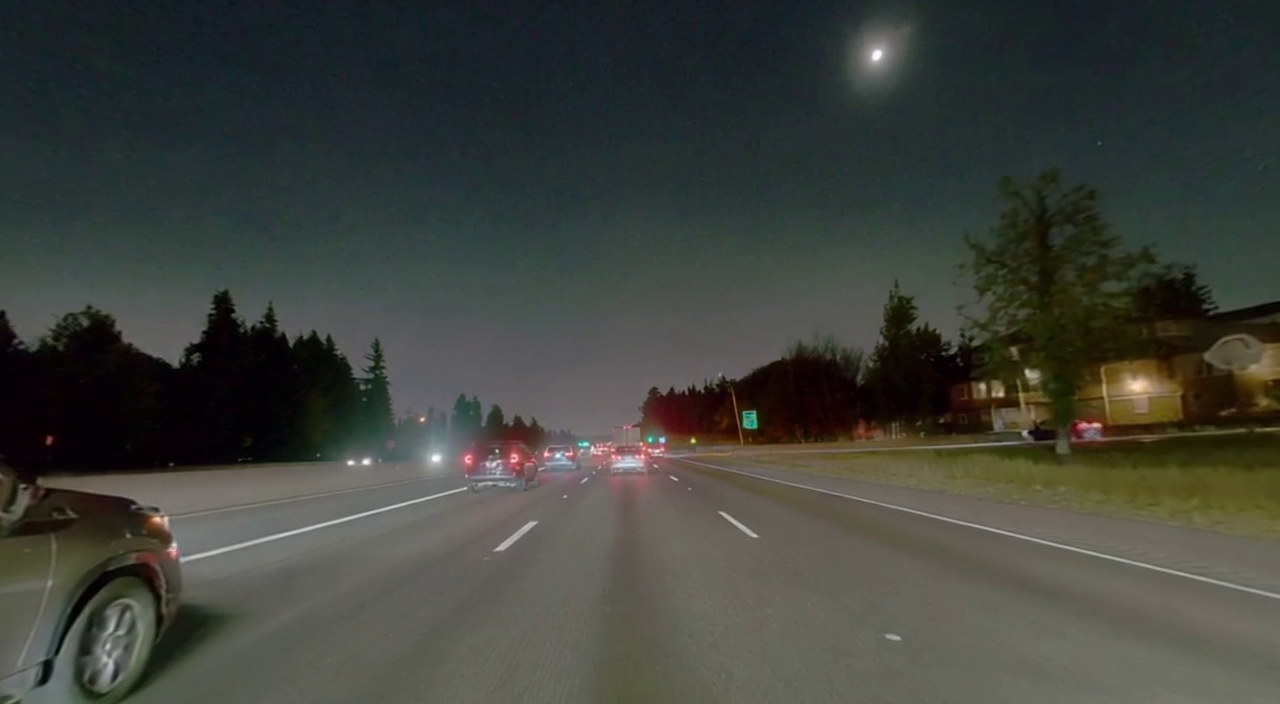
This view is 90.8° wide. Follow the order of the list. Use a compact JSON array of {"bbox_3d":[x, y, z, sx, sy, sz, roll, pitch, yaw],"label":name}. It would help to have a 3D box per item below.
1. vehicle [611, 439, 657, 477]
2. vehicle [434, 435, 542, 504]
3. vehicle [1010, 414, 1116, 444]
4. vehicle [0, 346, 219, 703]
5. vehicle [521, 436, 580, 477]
[{"bbox_3d":[-0.312,5.132,30.785,2.063,1.703,4.203,0,-9,-1],"label":"vehicle"},{"bbox_3d":[-4.027,3.171,17.445,1.988,1.668,4.021,0,-9,0],"label":"vehicle"},{"bbox_3d":[22.725,4.199,34.142,1.894,1.458,4.268,4,-9,-25],"label":"vehicle"},{"bbox_3d":[-3.496,0.684,1.410,2.027,1.713,4.490,0,-9,-1],"label":"vehicle"},{"bbox_3d":[-4.496,5.356,32.660,2.301,1.944,5.482,0,-9,-1],"label":"vehicle"}]
